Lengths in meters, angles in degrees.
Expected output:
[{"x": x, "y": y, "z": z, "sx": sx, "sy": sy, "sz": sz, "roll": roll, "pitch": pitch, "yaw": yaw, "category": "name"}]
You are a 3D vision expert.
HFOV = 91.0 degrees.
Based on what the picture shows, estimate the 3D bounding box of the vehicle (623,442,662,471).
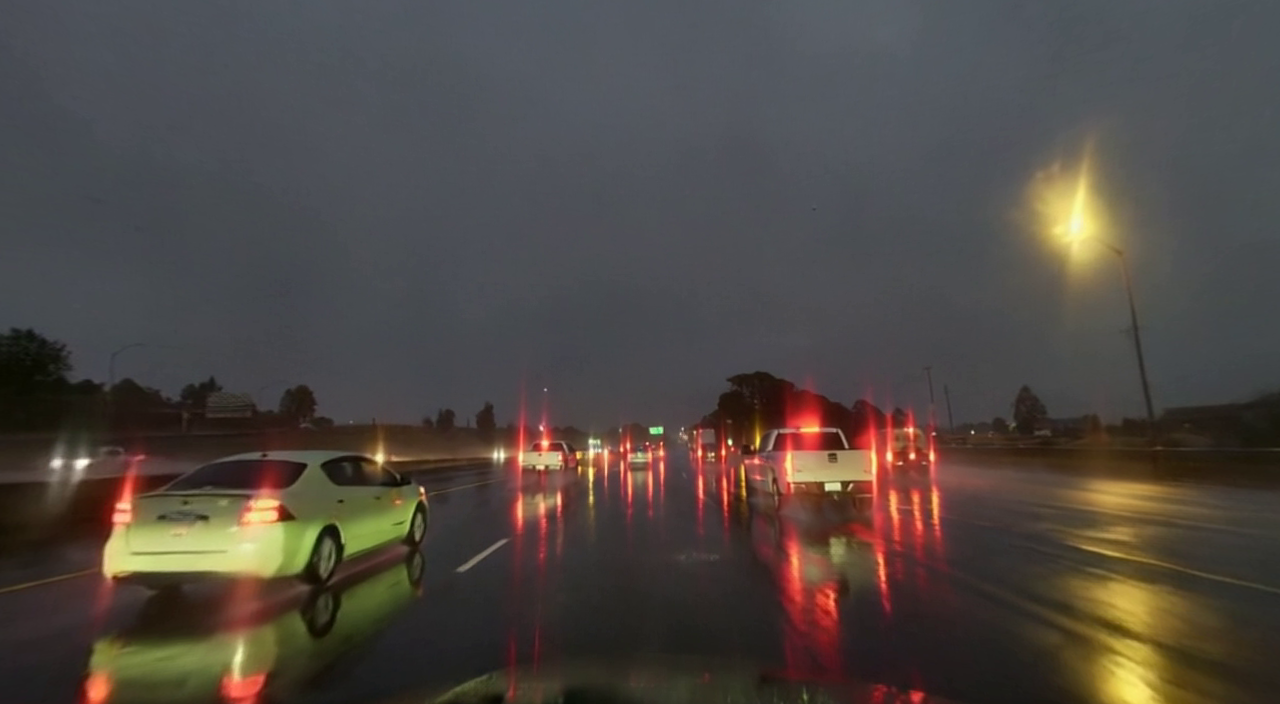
[{"x": 0.123, "y": 6.204, "z": 37.540, "sx": 2.147, "sy": 1.572, "sz": 4.094, "roll": 0, "pitch": -9, "yaw": -1, "category": "vehicle"}]

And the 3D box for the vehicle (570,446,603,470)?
[{"x": -3.541, "y": 7.090, "z": 42.342, "sx": 1.907, "sy": 1.484, "sz": 3.954, "roll": 0, "pitch": -9, "yaw": 0, "category": "vehicle"}]

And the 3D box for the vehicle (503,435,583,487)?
[{"x": -3.604, "y": 4.161, "z": 24.372, "sx": 2.176, "sy": 1.783, "sz": 4.799, "roll": 0, "pitch": -9, "yaw": 2, "category": "vehicle"}]

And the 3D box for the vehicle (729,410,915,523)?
[{"x": 3.556, "y": 2.408, "z": 13.766, "sx": 2.340, "sy": 1.925, "sz": 5.529, "roll": 0, "pitch": -9, "yaw": -1, "category": "vehicle"}]

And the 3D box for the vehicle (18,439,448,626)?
[{"x": -3.842, "y": 1.737, "z": 7.108, "sx": 1.947, "sy": 1.424, "sz": 4.264, "roll": 0, "pitch": -9, "yaw": 1, "category": "vehicle"}]

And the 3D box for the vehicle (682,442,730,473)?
[{"x": 3.628, "y": 5.922, "z": 35.580, "sx": 2.145, "sy": 1.636, "sz": 4.437, "roll": 0, "pitch": -9, "yaw": -1, "category": "vehicle"}]
